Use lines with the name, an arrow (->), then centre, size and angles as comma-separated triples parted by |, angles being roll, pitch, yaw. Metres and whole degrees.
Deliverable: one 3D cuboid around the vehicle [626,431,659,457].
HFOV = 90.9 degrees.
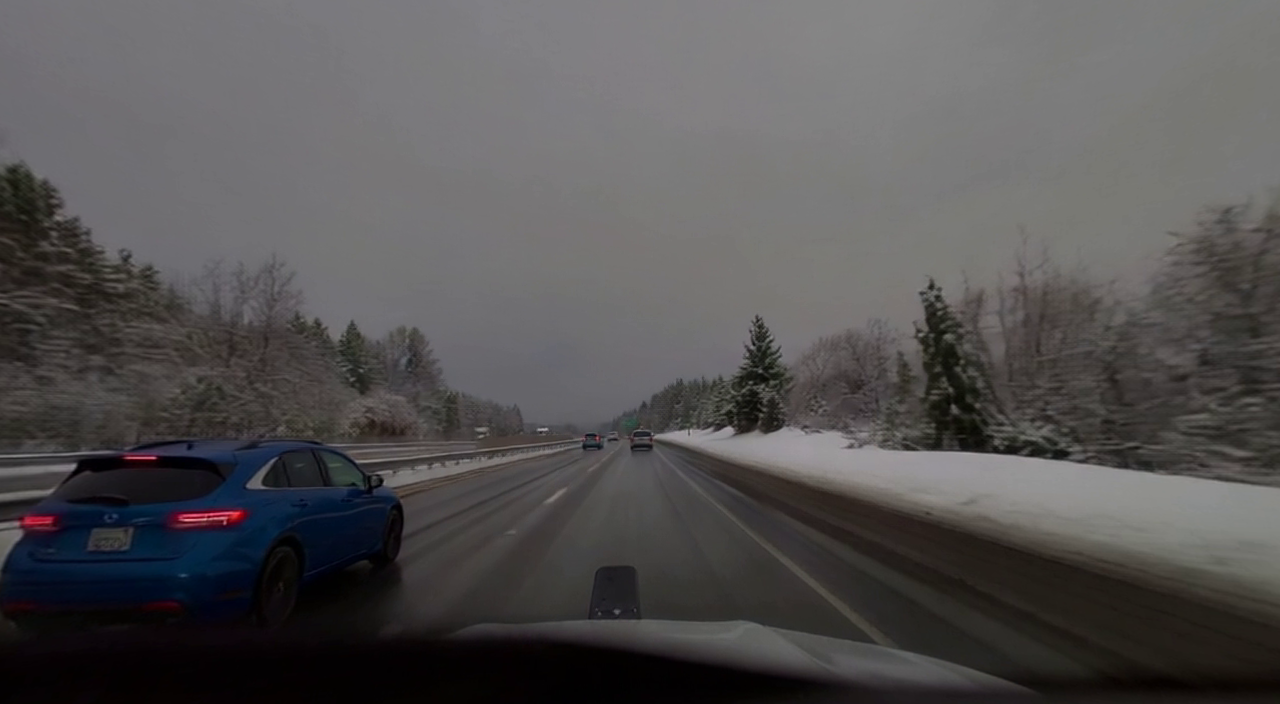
vehicle -> 0.106, 5.970, 41.084 | 2.041, 1.618, 3.898 | 0, -8, -1
